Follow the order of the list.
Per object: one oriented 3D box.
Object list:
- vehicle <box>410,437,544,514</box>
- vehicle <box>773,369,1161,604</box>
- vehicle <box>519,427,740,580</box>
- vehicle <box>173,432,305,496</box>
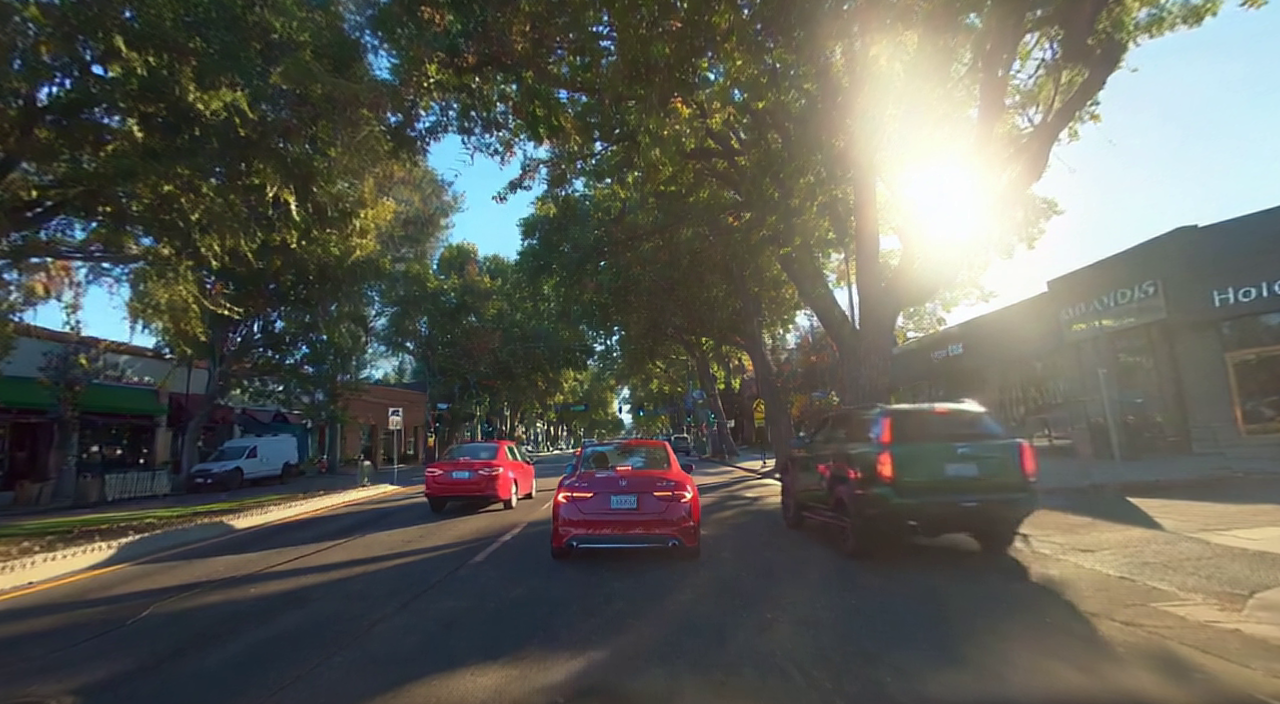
[{"bbox_3d":[-3.463,2.696,14.226,1.905,1.473,4.016,0,-9,0],"label":"vehicle"},{"bbox_3d":[3.272,1.472,7.696,2.152,1.987,4.527,0,-9,-2],"label":"vehicle"},{"bbox_3d":[-0.114,1.795,8.268,2.160,1.482,4.037,0,-9,0],"label":"vehicle"},{"bbox_3d":[-19.169,5.357,30.618,2.286,2.777,5.926,0,-9,2],"label":"vehicle"}]
